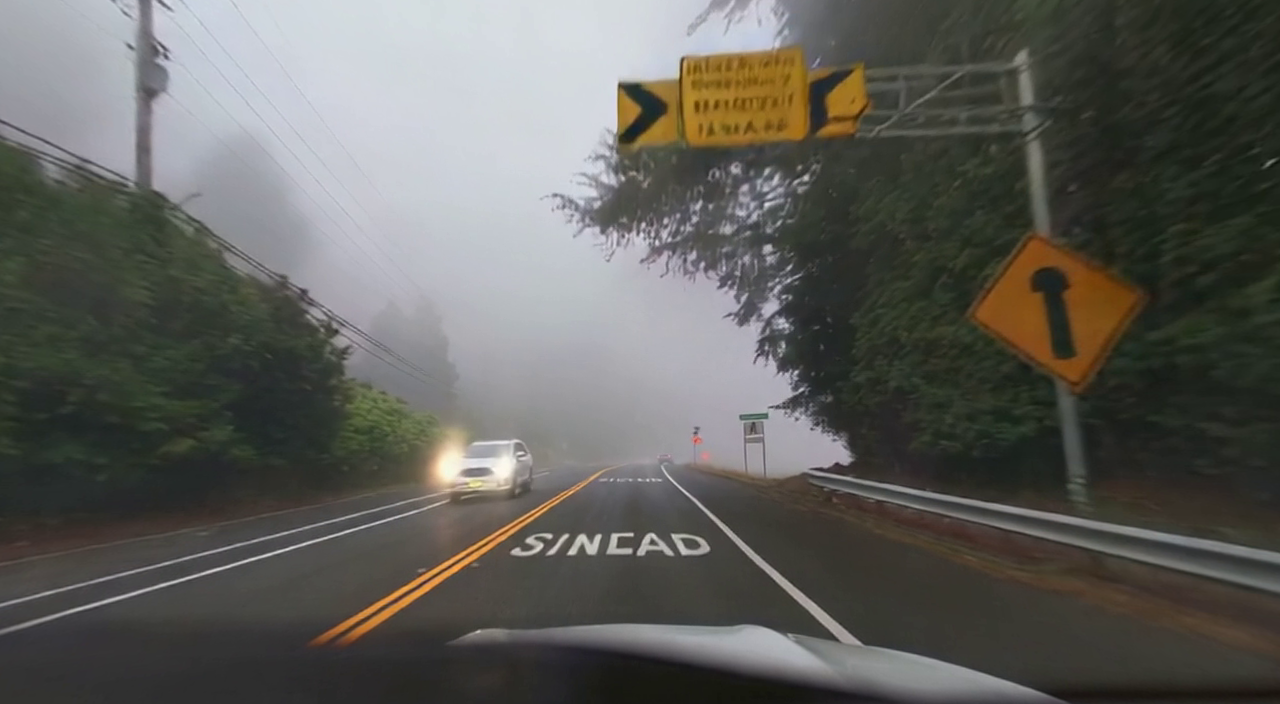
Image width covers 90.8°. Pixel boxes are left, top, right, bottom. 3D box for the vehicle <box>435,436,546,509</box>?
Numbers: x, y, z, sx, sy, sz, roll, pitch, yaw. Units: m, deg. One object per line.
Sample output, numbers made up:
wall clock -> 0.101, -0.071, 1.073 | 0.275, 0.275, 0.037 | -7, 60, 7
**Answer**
vehicle -> -3.999, 3.294, 17.711 | 2.018, 1.702, 4.423 | -2, -9, 0
